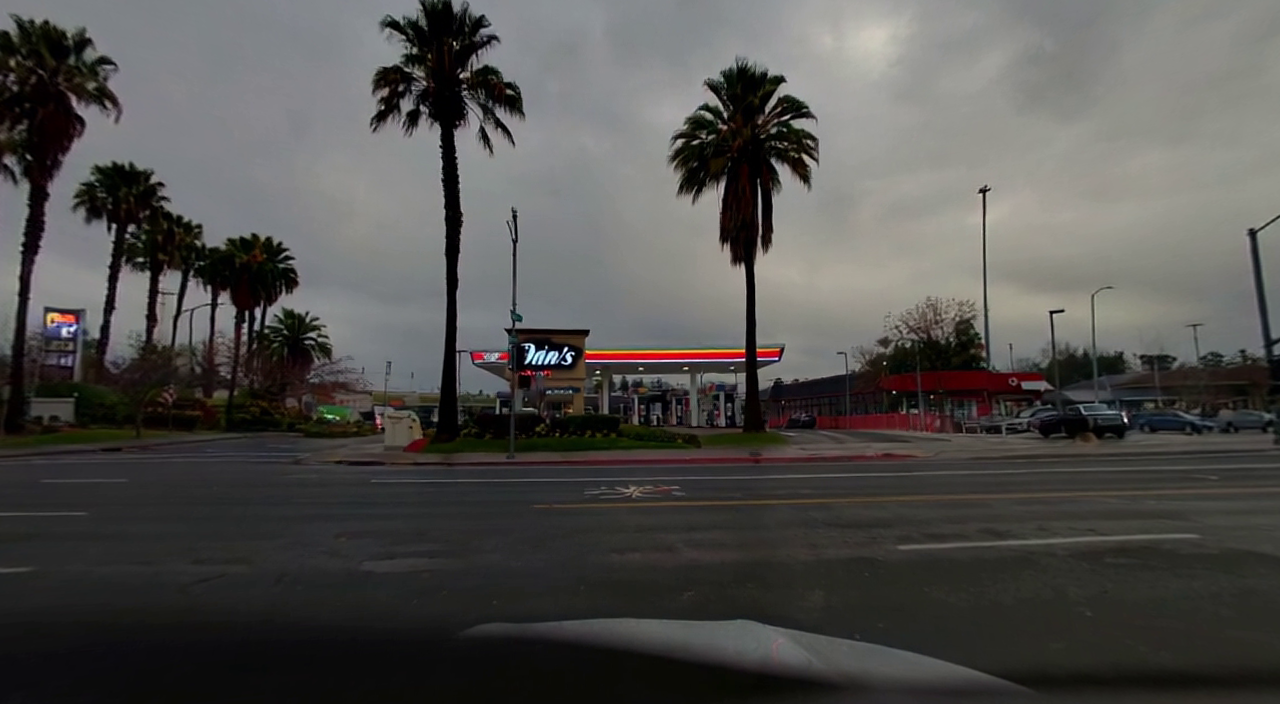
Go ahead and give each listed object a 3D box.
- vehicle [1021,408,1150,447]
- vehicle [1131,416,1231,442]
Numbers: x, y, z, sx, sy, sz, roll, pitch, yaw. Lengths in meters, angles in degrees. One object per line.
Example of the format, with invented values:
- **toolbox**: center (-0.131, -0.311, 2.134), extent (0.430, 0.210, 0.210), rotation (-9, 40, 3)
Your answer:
- **vehicle**: center (21.985, 3.709, 31.286), extent (4.880, 1.754, 2.202), rotation (0, -5, -7)
- **vehicle**: center (33.913, 4.888, 39.783), extent (1.805, 1.466, 4.641), rotation (1, -9, -8)
